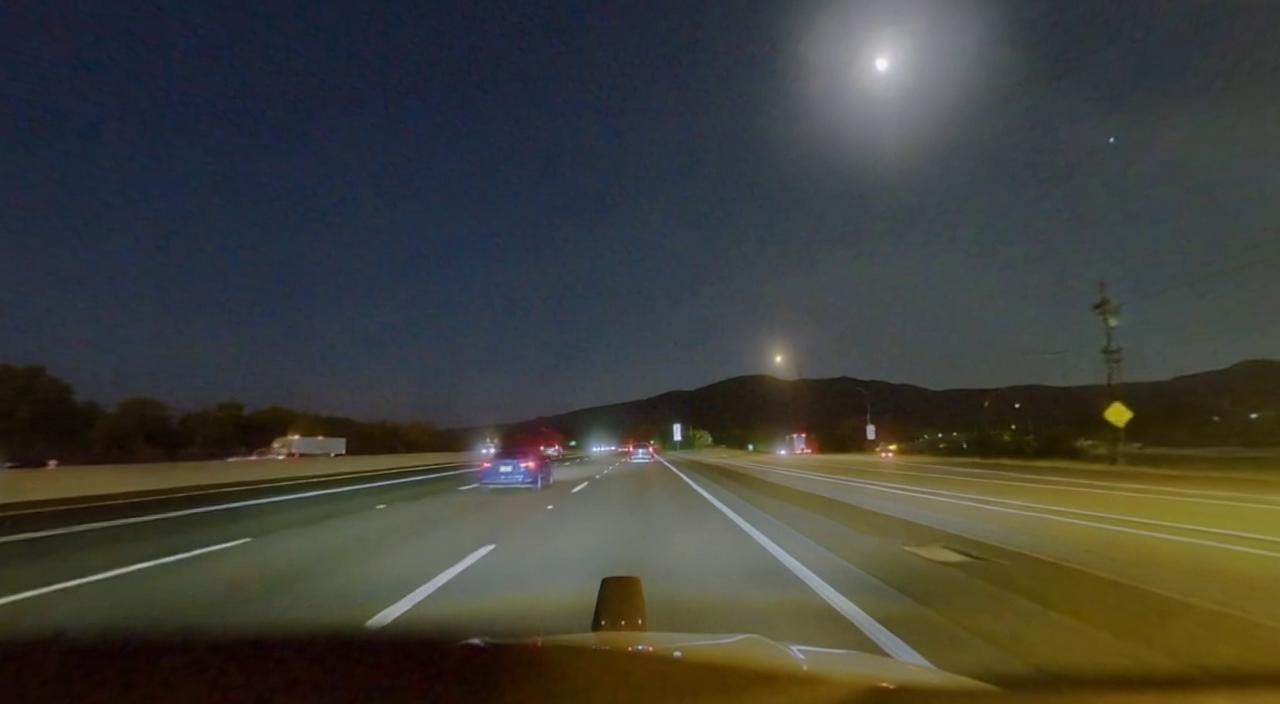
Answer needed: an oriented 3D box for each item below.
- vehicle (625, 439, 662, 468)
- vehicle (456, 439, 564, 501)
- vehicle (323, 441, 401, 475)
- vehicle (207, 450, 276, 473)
[{"bbox_3d":[0.200,6.480,40.394,2.194,1.737,4.127,0,-8,0],"label":"vehicle"},{"bbox_3d":[-3.525,3.280,18.083,1.967,1.517,4.808,0,-8,1],"label":"vehicle"},{"bbox_3d":[-14.394,5.481,32.929,2.047,1.608,4.257,0,-8,1],"label":"vehicle"},{"bbox_3d":[-27.705,7.608,44.018,1.943,1.434,4.407,0,-8,1],"label":"vehicle"}]
